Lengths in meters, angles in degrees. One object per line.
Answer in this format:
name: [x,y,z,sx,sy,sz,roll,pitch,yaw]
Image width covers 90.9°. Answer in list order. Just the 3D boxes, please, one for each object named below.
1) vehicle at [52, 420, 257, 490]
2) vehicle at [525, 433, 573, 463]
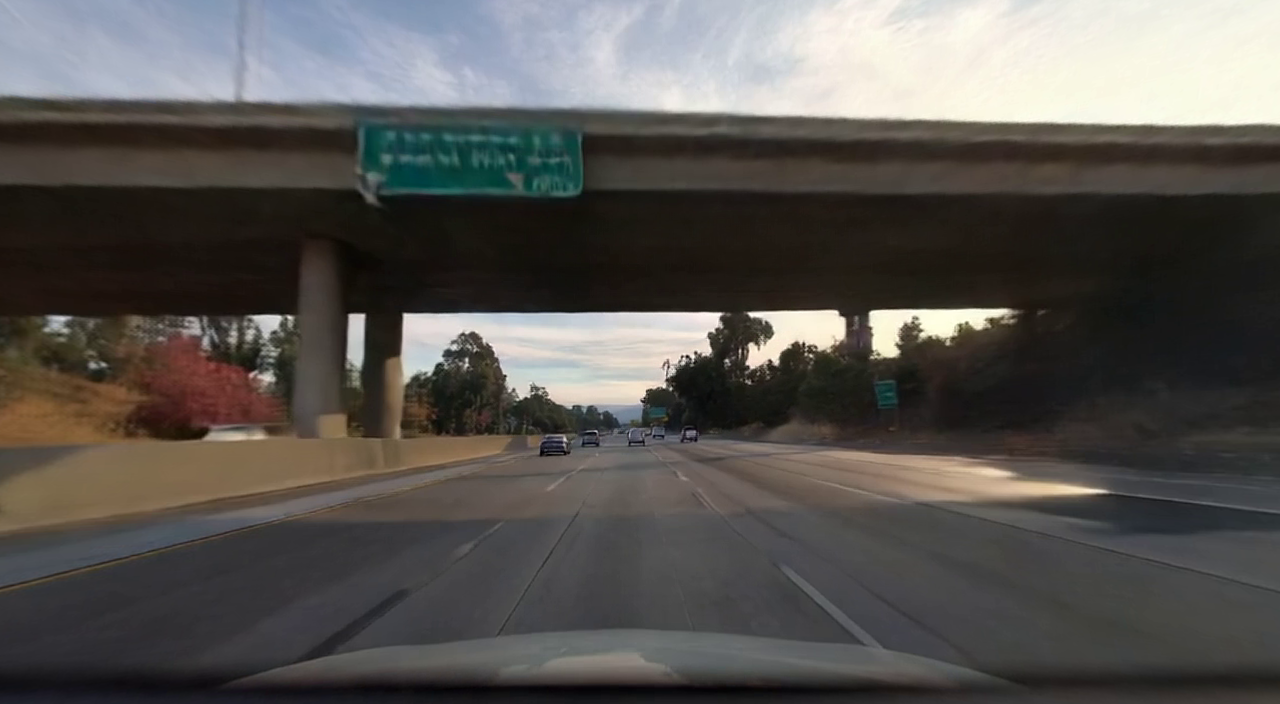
vehicle: [-13.254,2.817,17.725,2.011,1.687,4.740,0,-8,-1]
vehicle: [-4.774,5.088,33.588,1.933,1.473,4.023,0,-8,0]
